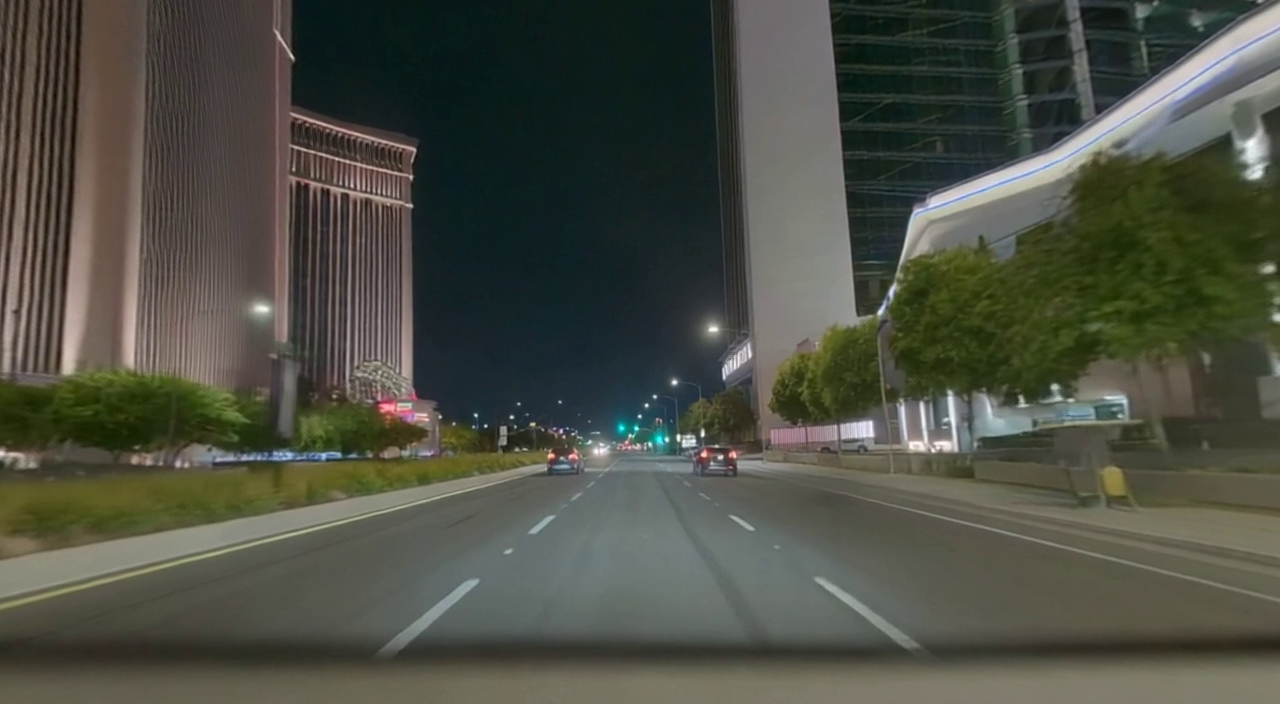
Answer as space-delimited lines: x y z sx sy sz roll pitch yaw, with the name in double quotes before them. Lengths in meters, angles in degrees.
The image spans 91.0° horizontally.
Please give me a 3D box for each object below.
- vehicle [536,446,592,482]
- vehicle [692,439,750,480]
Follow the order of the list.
"vehicle" -3.315 4.987 28.253 2.005 1.477 4.169 0 -9 0
"vehicle" 3.744 5.052 29.795 2.083 1.743 4.354 0 -9 -1
